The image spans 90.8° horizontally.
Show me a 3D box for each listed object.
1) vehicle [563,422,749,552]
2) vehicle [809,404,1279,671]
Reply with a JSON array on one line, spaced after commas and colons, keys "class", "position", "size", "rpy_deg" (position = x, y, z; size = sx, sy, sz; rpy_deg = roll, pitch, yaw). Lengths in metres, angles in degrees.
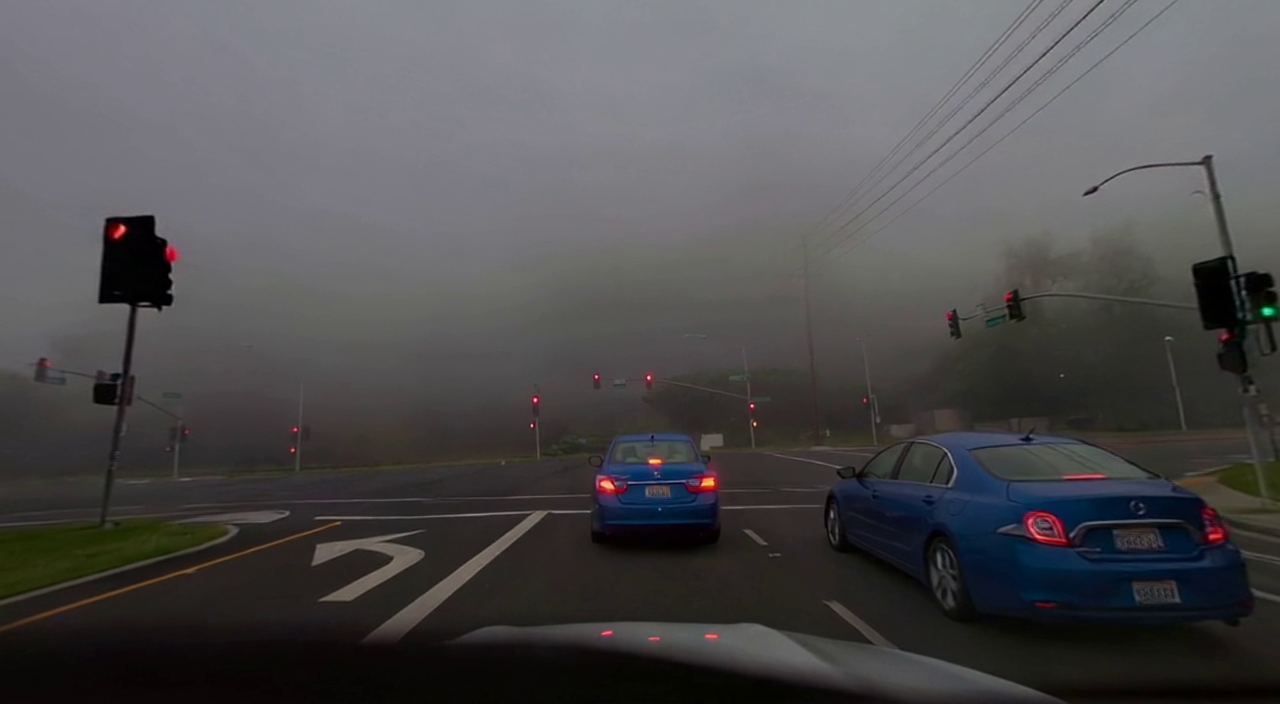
[{"class": "vehicle", "position": [0.178, 1.821, 9.169], "size": [2.110, 1.466, 3.860], "rpy_deg": [0, -8, 0]}, {"class": "vehicle", "position": [3.109, 1.332, 5.663], "size": [2.004, 1.448, 4.263], "rpy_deg": [0, -8, 0]}]
